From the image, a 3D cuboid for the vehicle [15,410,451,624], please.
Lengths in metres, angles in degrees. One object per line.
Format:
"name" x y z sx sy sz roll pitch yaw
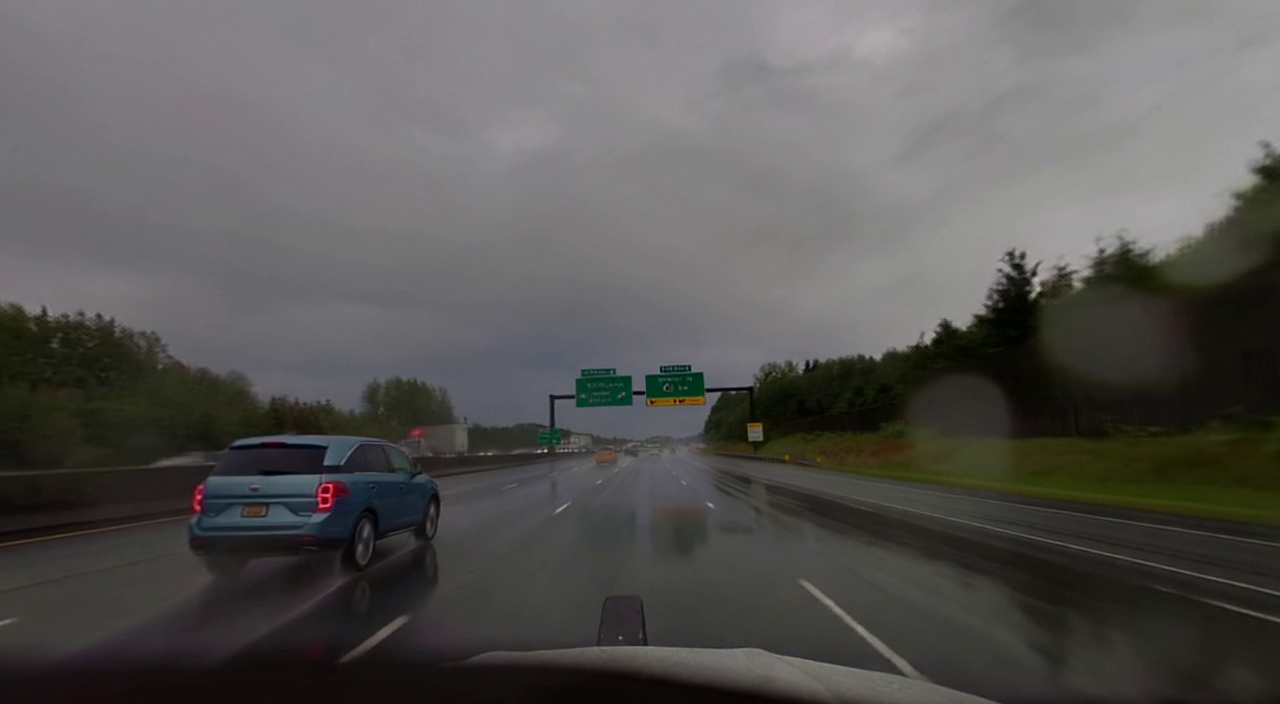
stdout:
"vehicle" -3.766 1.579 6.986 2.016 1.623 4.126 0 -8 1
